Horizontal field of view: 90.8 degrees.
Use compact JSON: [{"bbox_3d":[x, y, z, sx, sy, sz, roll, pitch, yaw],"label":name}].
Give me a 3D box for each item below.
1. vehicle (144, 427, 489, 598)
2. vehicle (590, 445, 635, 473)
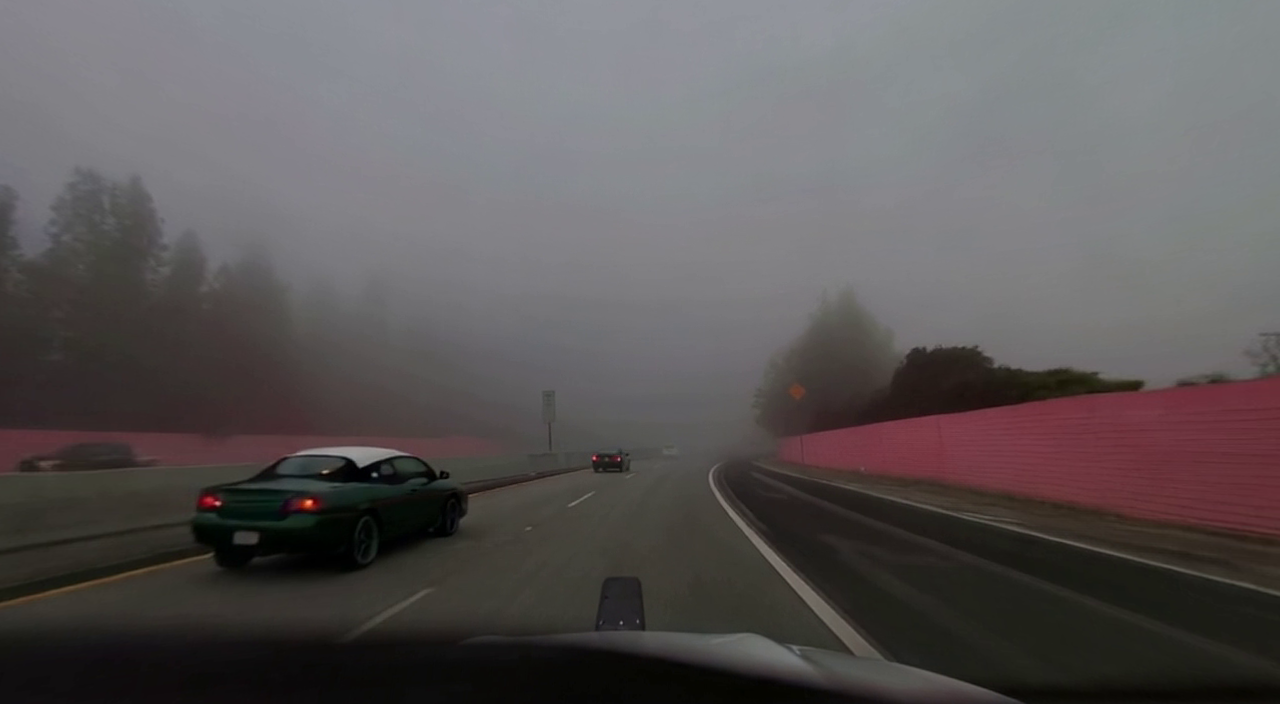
[{"bbox_3d":[-3.316,1.705,7.543,1.884,1.469,3.959,-1,-9,2],"label":"vehicle"},{"bbox_3d":[-1.422,5.738,34.069,1.746,1.405,4.339,-1,-9,7],"label":"vehicle"}]
